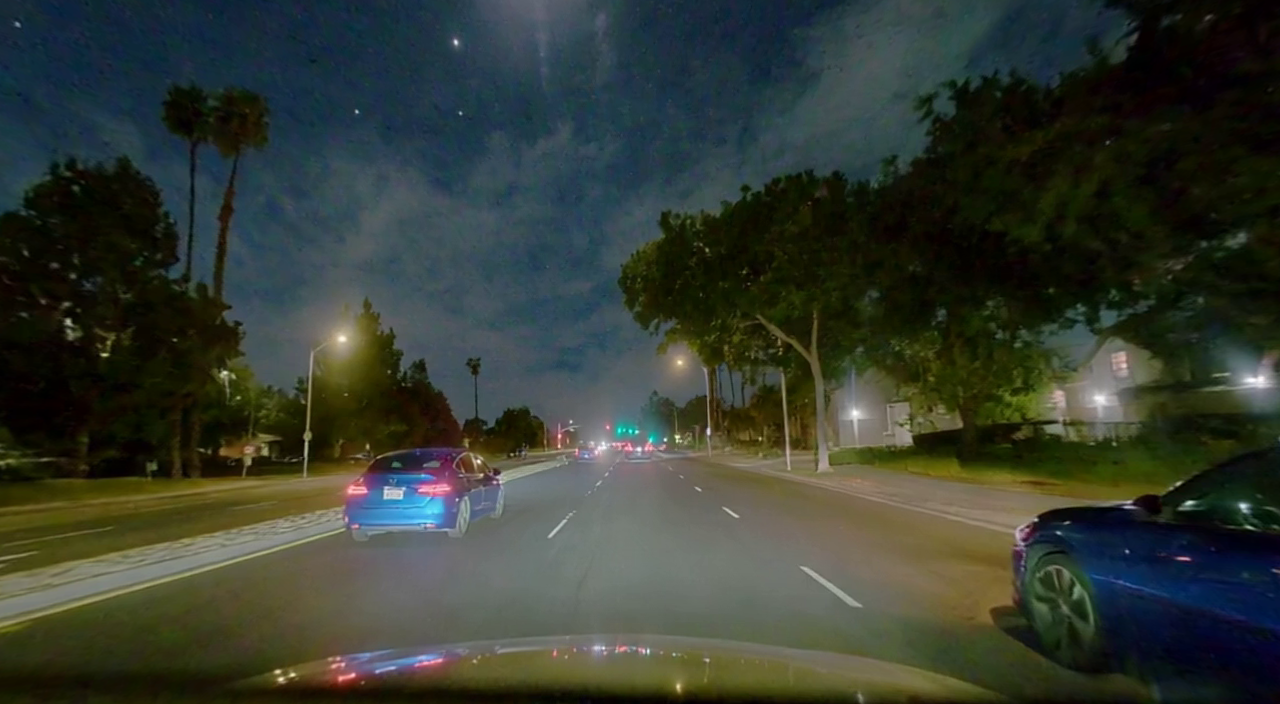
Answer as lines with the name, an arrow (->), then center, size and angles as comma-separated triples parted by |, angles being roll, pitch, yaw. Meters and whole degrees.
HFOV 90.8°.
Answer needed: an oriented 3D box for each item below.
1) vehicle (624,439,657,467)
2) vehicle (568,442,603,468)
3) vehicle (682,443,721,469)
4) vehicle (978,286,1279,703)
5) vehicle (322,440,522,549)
vehicle -> -0.044, 6.630, 41.696 | 2.043, 1.734, 4.253 | 0, -8, -2
vehicle -> -3.481, 6.680, 41.265 | 2.000, 1.569, 3.794 | 0, -8, -1
vehicle -> 3.699, 6.278, 38.411 | 1.830, 1.451, 4.009 | 0, -8, -2
vehicle -> 3.653, 0.733, 2.725 | 2.125, 1.937, 3.924 | 0, -8, -1
vehicle -> -3.389, 2.270, 10.889 | 1.844, 1.451, 4.543 | 0, -8, 0
